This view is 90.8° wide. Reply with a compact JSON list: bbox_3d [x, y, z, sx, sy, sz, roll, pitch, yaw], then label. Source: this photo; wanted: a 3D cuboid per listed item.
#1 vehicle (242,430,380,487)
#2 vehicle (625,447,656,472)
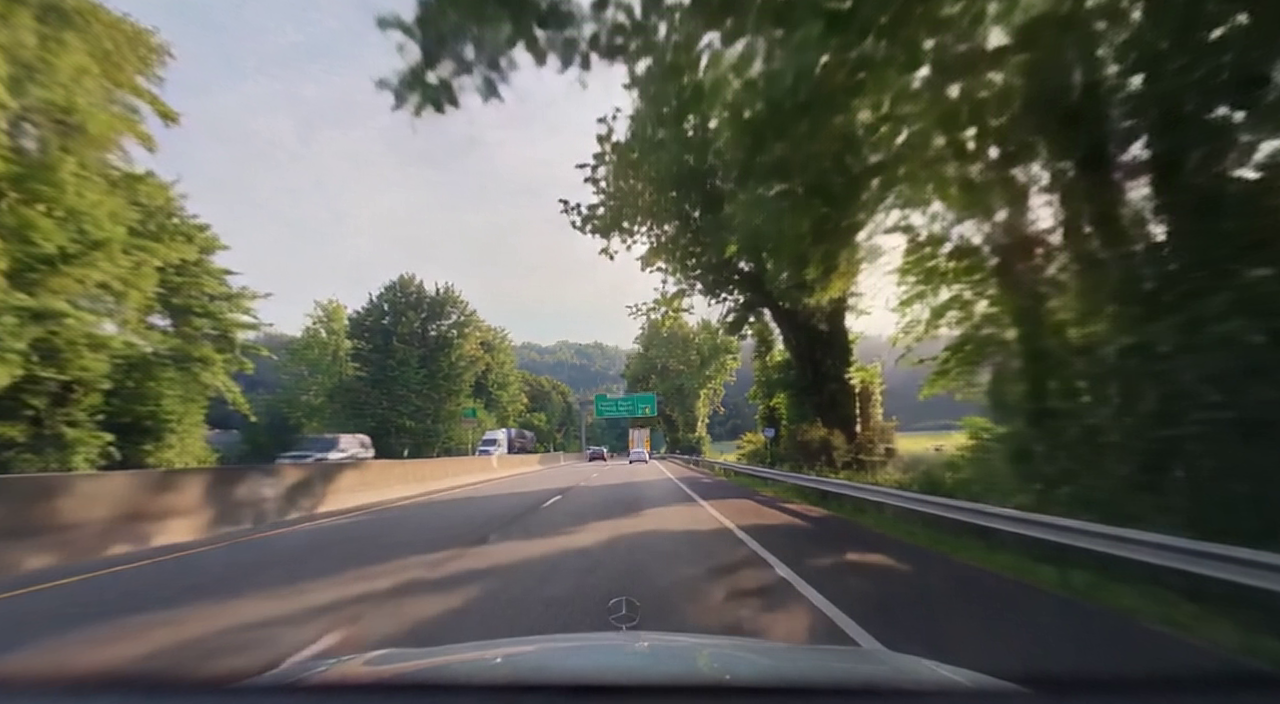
[{"bbox_3d":[-11.762,3.878,23.103,2.235,1.823,5.143,0,-9,0],"label":"vehicle"},{"bbox_3d":[-0.009,6.681,39.248,1.853,1.436,3.438,0,-9,-1],"label":"vehicle"}]
